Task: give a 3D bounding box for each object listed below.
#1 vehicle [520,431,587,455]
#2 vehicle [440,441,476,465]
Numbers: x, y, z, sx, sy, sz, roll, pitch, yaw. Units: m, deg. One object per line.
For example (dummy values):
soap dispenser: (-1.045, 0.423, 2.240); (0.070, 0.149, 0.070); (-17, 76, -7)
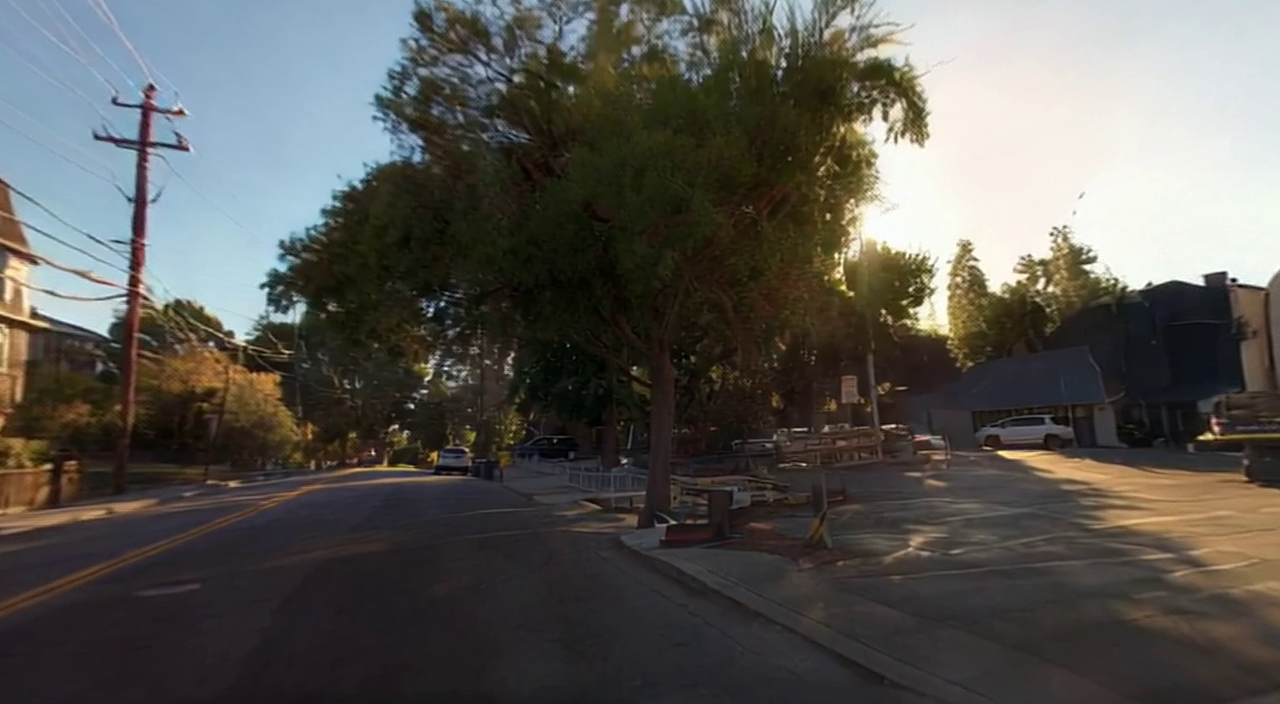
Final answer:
vehicle: (-6.671, 7.010, 48.672); (4.767, 1.735, 1.920); (3, -9, -19)
vehicle: (-11.882, 6.544, 41.111); (1.941, 1.460, 4.206); (3, -9, -19)
